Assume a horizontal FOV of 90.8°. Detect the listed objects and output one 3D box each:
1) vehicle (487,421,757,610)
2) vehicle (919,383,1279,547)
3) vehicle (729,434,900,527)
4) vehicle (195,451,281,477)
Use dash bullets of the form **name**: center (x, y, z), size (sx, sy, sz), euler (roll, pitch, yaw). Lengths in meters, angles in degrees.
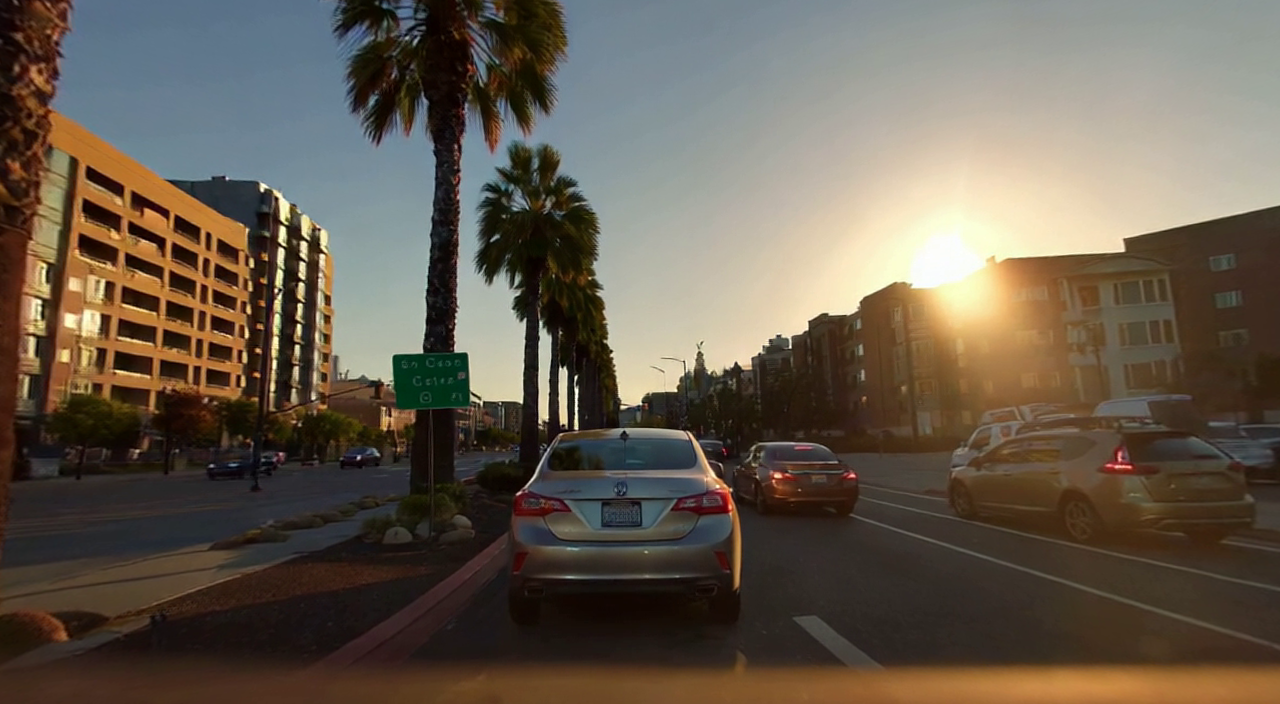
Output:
- **vehicle**: center (-0.154, 1.606, 7.105), size (2.158, 1.498, 3.919), euler (0, -8, 0)
- **vehicle**: center (7.202, 1.852, 10.906), size (2.254, 2.072, 5.577), euler (0, -8, 1)
- **vehicle**: center (3.084, 2.366, 12.245), size (1.925, 1.451, 4.436), euler (0, -8, -2)
- **vehicle**: center (-23.779, 6.624, 37.595), size (1.972, 1.425, 4.765), euler (0, -8, 0)
